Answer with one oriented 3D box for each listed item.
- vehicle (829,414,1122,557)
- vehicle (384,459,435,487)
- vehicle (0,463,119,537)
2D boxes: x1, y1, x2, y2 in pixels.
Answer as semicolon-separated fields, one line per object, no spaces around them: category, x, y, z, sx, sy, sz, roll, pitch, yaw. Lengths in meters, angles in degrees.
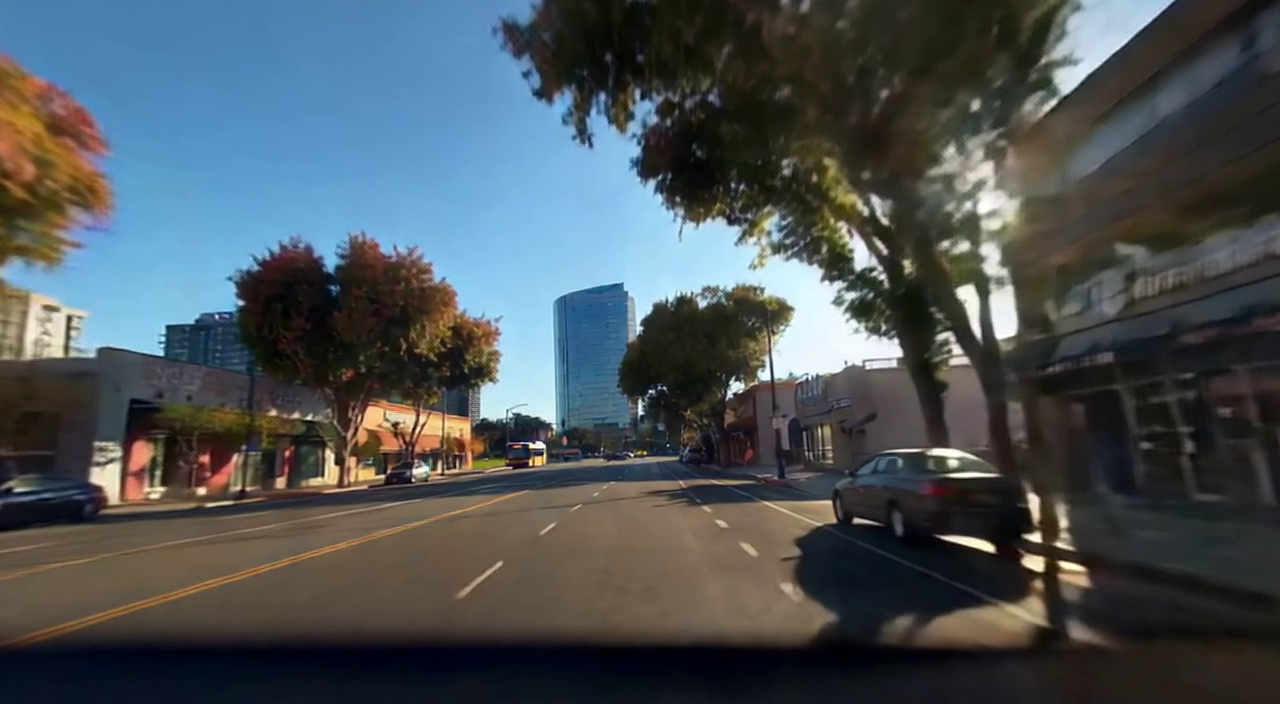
vehicle;5.159;2.130;10.868;2.241;1.832;5.234;0;-9;1
vehicle;-16.838;8.842;46.285;1.896;1.844;4.620;0;-9;1
vehicle;-17.455;4.040;17.359;1.920;1.796;4.710;0;-9;3
